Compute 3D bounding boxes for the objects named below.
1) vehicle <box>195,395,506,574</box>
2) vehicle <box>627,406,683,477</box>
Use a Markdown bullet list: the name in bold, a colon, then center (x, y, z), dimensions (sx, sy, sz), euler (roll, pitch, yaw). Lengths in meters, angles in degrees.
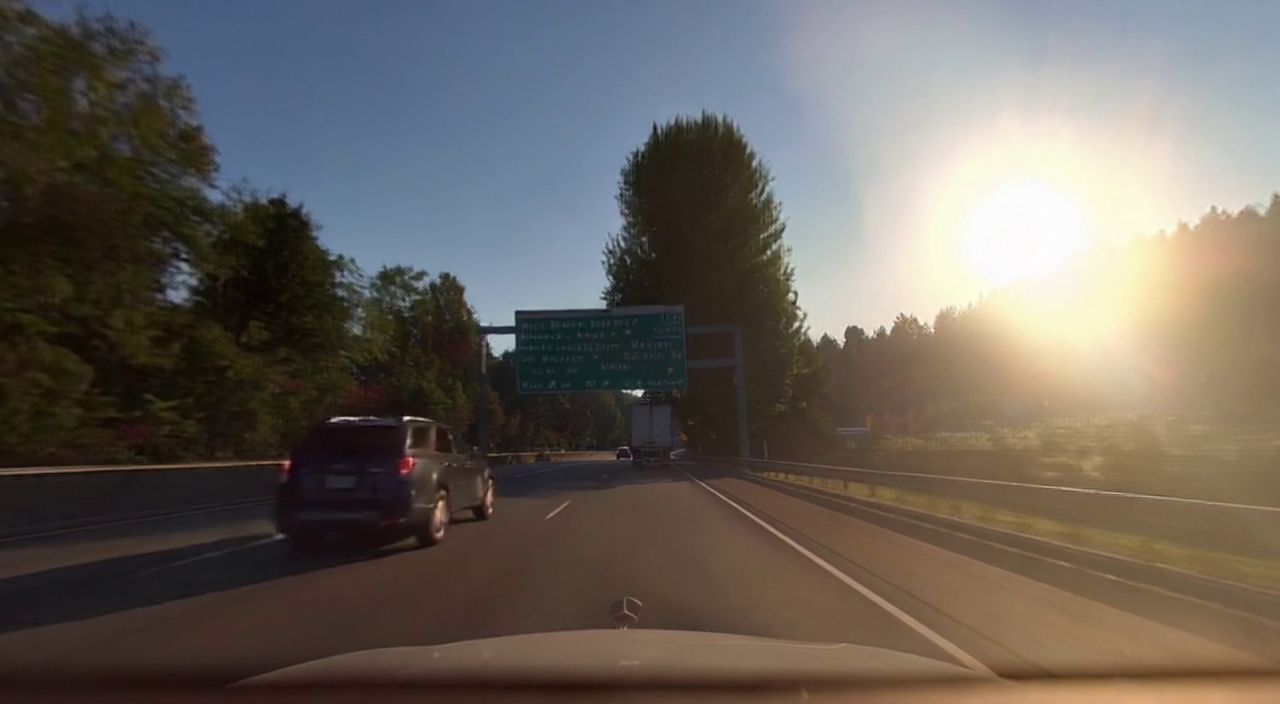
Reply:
- **vehicle**: center (-3.700, 1.850, 9.522), dimensions (2.226, 1.933, 5.179), euler (0, -9, 0)
- **vehicle**: center (0.851, 5.748, 39.865), dimensions (2.976, 3.800, 12.335), euler (0, -9, 0)
